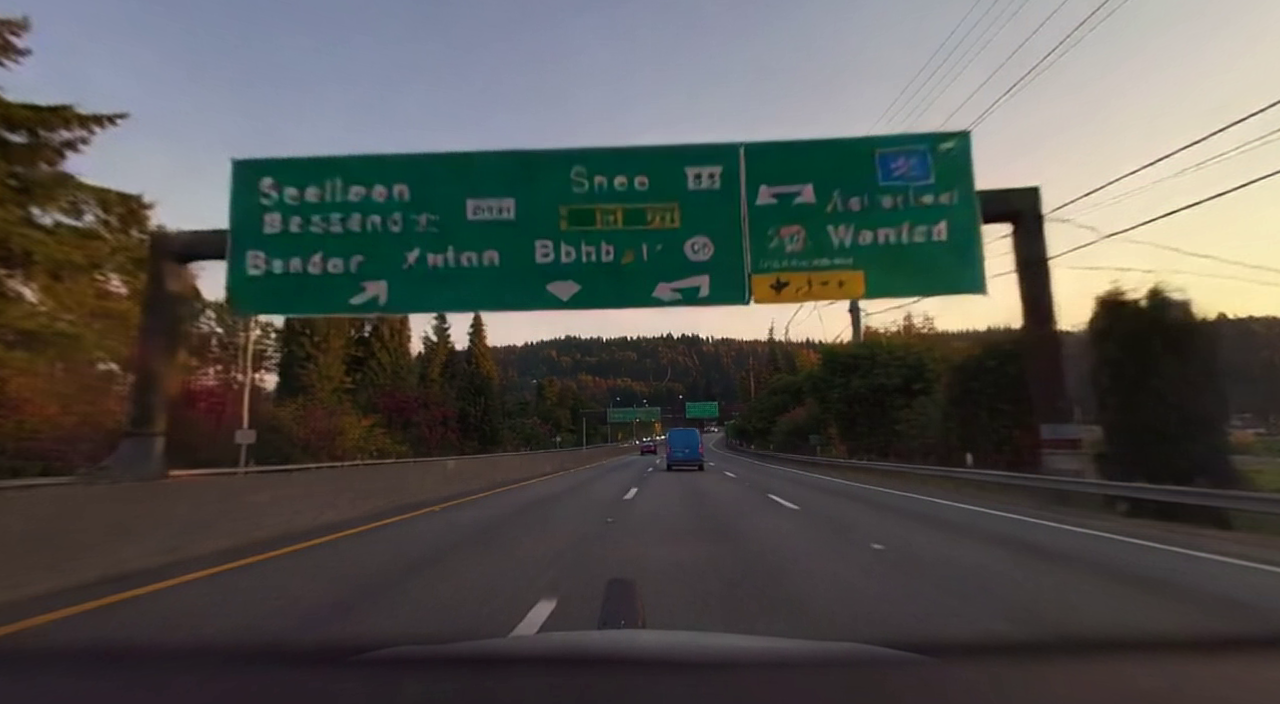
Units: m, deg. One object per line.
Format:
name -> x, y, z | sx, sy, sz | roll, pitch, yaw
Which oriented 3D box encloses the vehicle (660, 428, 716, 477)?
vehicle -> 2.109, 4.522, 28.403 | 2.261, 1.969, 5.104 | 0, -9, 3
